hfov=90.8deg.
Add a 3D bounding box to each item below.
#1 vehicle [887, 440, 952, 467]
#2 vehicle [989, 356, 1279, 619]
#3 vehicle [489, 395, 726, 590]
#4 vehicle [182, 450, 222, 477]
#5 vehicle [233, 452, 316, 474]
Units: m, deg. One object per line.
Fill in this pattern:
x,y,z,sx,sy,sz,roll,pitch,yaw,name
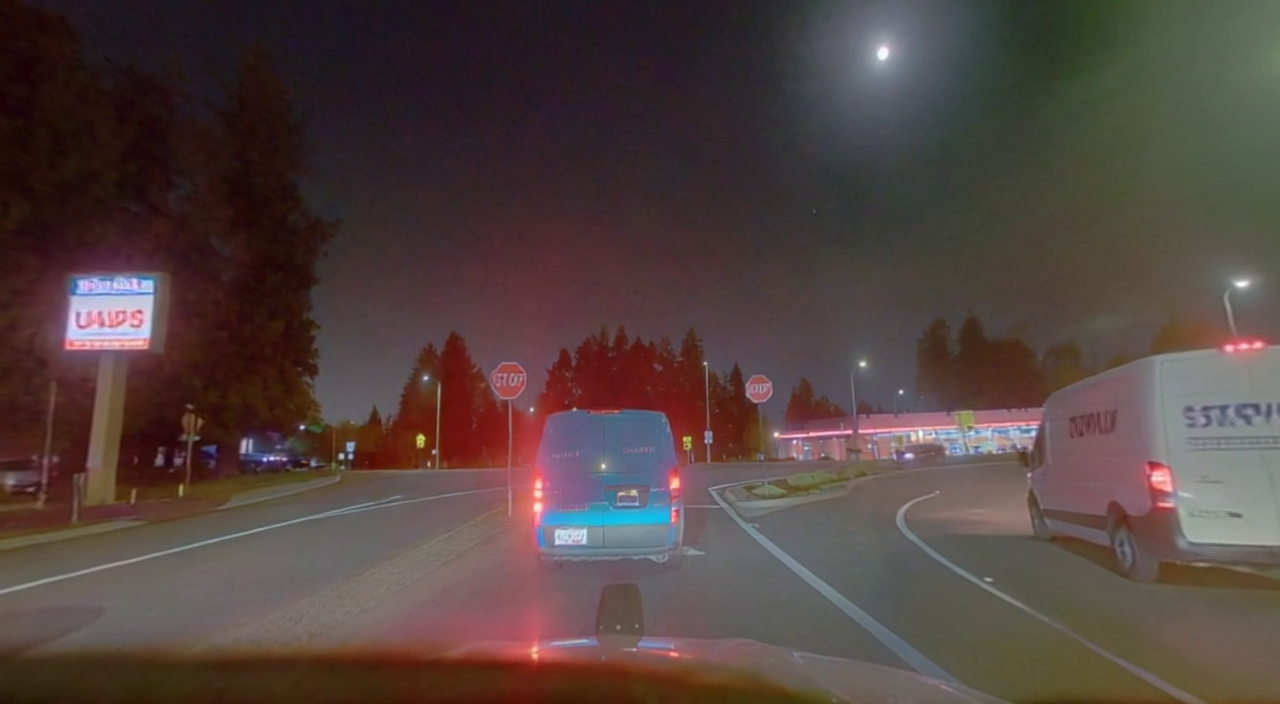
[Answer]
18.493,6.658,41.691,4.512,1.659,1.985,7,-11,-38,vehicle
6.513,1.529,7.979,2.385,2.196,5.640,-2,-9,16,vehicle
-0.235,1.675,8.333,2.237,1.828,4.546,0,-9,2,vehicle
-29.842,7.556,43.140,1.913,1.682,4.120,5,-10,-31,vehicle
-25.951,7.889,45.047,4.670,1.472,1.851,1,-9,-8,vehicle
